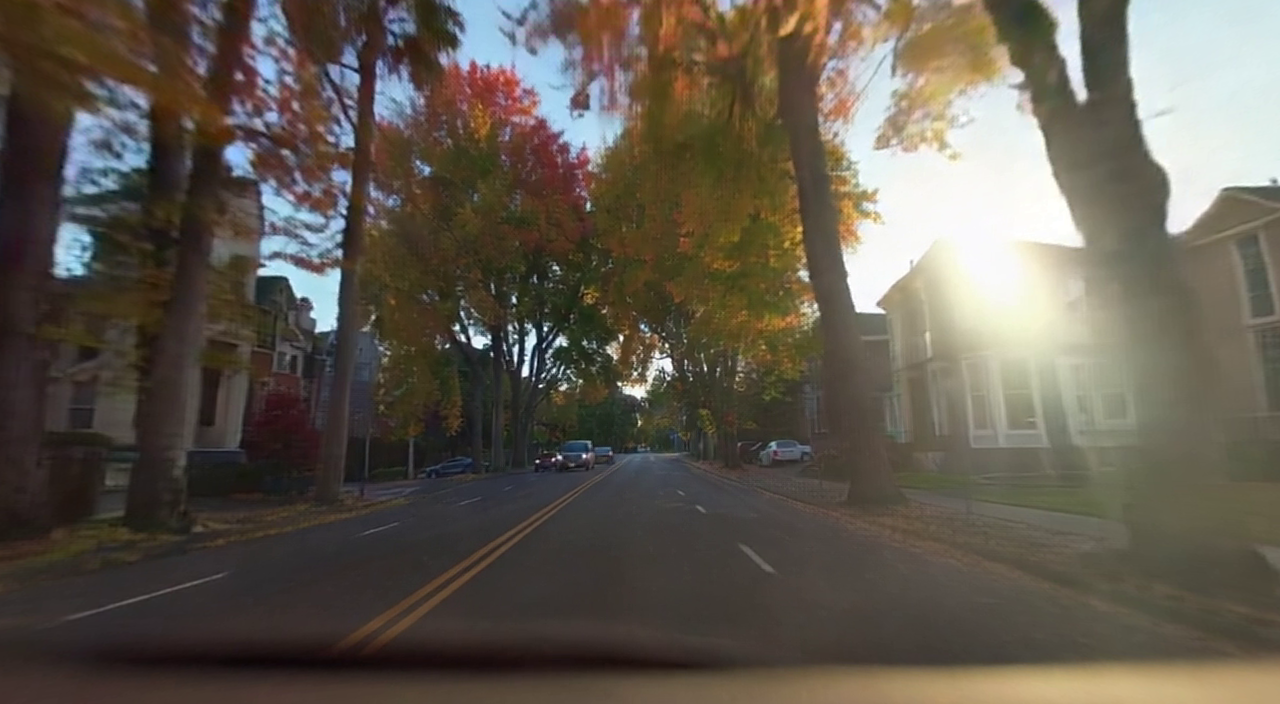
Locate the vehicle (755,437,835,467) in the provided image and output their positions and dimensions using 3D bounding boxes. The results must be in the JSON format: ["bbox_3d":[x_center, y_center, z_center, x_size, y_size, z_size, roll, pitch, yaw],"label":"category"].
[{"bbox_3d":[9.472,6.180,38.903,4.385,1.612,2.070,-3,-9,5],"label":"vehicle"}]

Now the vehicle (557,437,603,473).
[{"bbox_3d":[-3.532,6.228,38.403,2.275,1.953,5.423,0,-9,0],"label":"vehicle"}]

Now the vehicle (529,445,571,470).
[{"bbox_3d":[-6.415,7.596,45.700,2.481,1.714,4.702,0,-9,-1],"label":"vehicle"}]
